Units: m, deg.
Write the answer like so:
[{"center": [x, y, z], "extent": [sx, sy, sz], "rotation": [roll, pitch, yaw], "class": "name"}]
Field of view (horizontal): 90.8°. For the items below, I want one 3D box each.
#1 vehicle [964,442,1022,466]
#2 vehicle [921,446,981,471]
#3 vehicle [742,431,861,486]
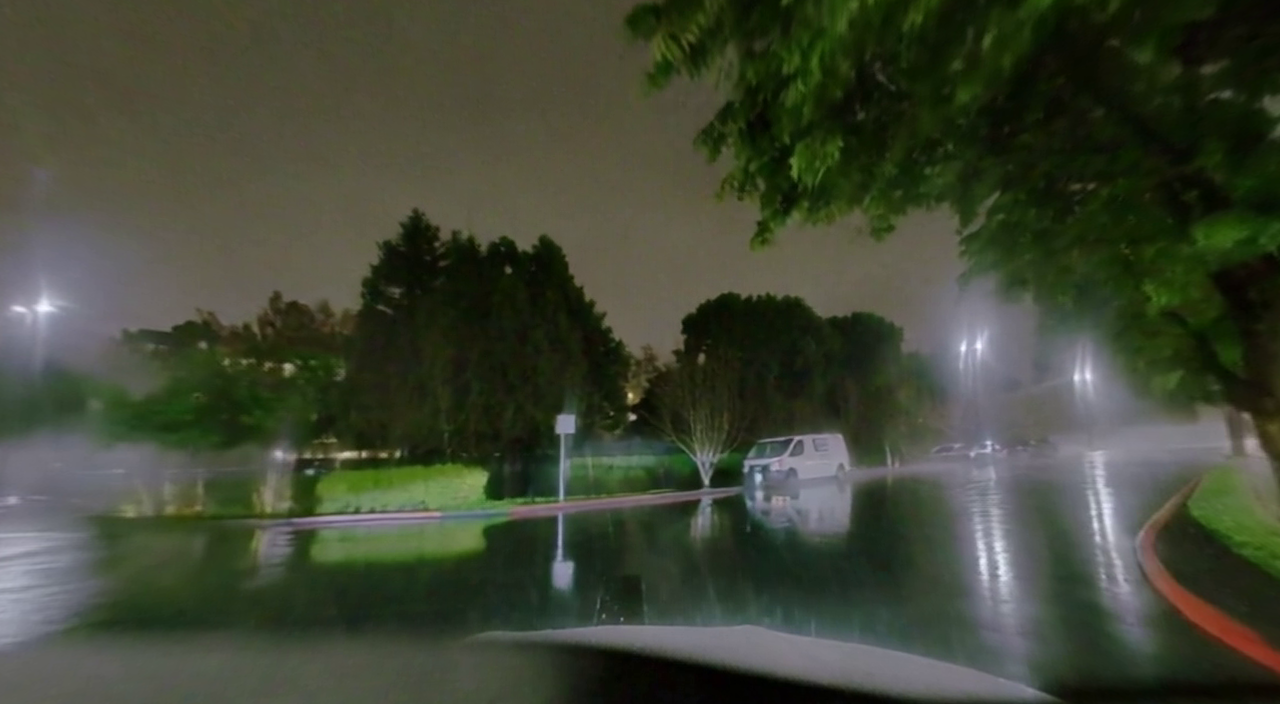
[{"center": [24.168, 6.961, 43.150], "extent": [4.383, 1.525, 2.038], "rotation": [8, -12, -41], "class": "vehicle"}, {"center": [19.290, 6.580, 39.170], "extent": [3.630, 1.191, 1.938], "rotation": [6, -17, -42], "class": "vehicle"}, {"center": [7.301, 4.728, 28.266], "extent": [5.547, 2.193, 2.433], "rotation": [8, -12, -42], "class": "vehicle"}]
